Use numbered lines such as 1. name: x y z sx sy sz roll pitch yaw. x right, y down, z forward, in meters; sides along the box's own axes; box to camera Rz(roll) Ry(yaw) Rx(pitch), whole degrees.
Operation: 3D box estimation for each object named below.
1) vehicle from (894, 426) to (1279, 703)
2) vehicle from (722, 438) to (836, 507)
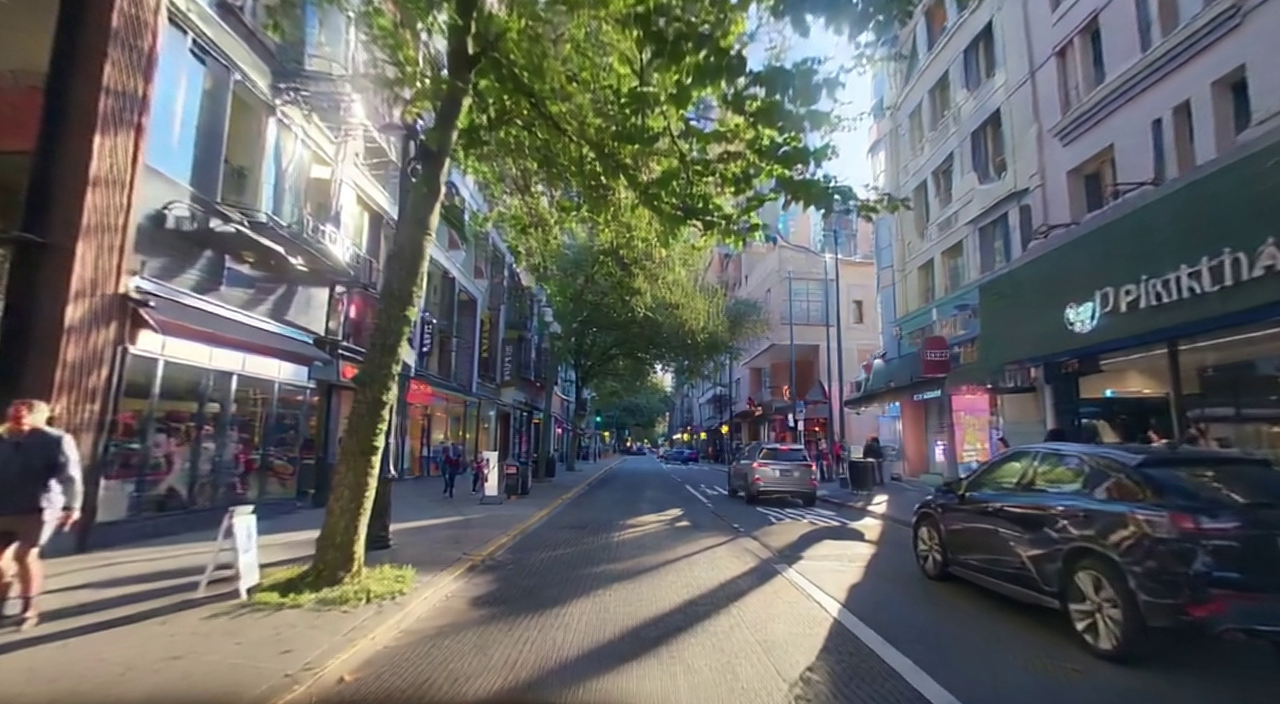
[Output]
1. vehicle: 4.048 1.422 5.237 1.977 1.478 4.458 0 -8 -1
2. vehicle: 3.480 3.103 16.750 1.971 1.559 4.326 0 -8 -1
